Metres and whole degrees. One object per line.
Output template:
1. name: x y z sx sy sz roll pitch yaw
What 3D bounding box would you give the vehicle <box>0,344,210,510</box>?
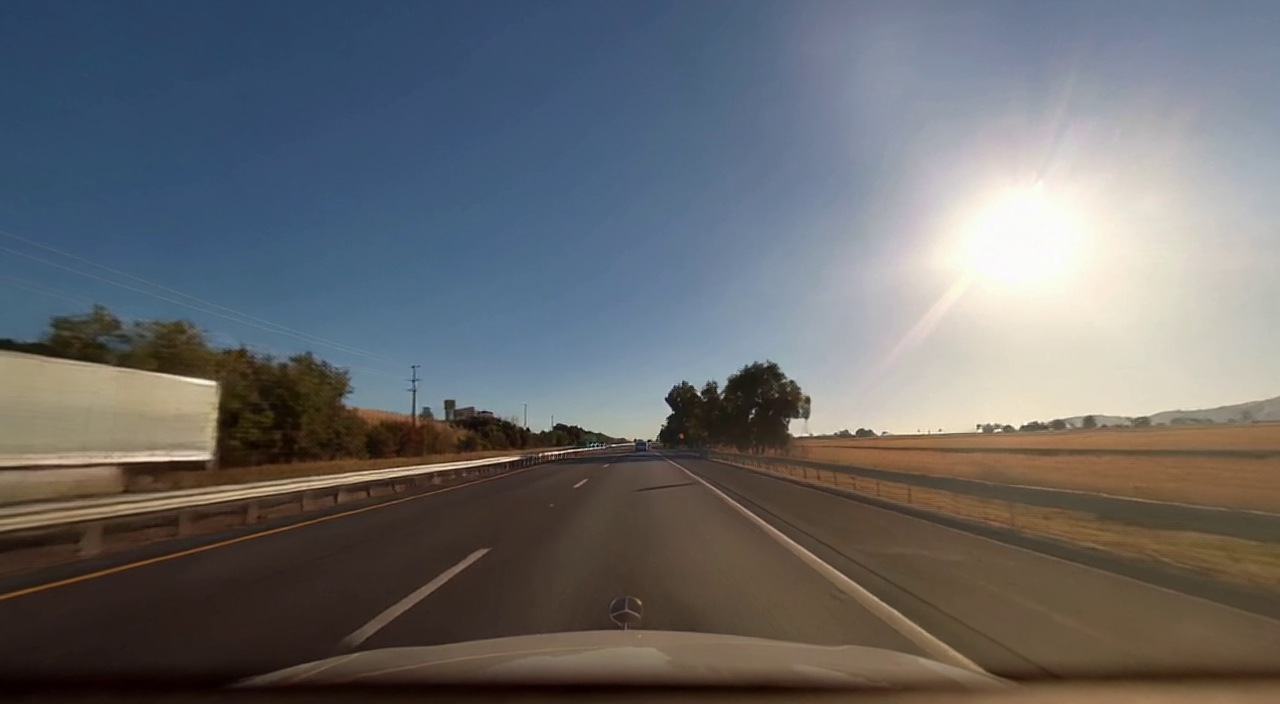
1. vehicle: -16.986 1.841 15.327 3.046 3.954 13.985 0 -8 0
